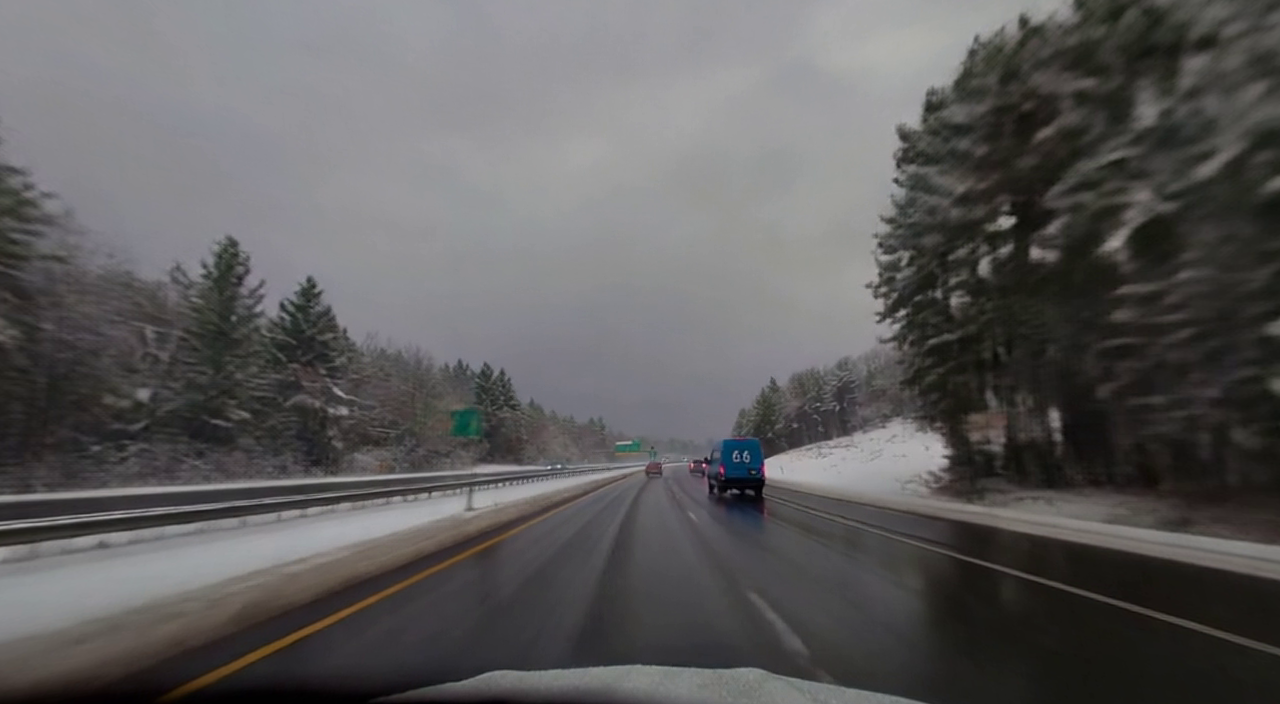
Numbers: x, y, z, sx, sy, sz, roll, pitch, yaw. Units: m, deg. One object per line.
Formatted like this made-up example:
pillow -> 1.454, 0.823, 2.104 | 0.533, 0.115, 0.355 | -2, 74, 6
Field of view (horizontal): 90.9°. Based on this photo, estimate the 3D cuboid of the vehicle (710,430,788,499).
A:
vehicle -> 4.537, 4.900, 27.359 | 2.366, 2.595, 5.793 | 1, -11, 0
